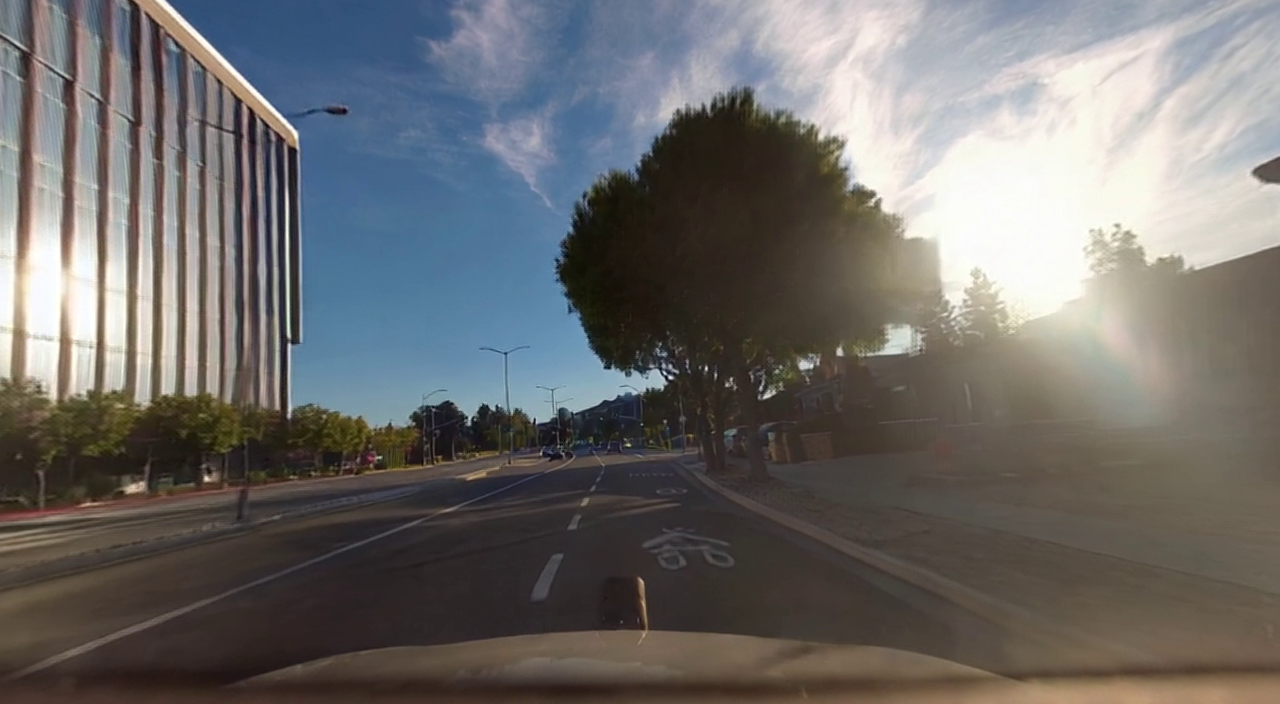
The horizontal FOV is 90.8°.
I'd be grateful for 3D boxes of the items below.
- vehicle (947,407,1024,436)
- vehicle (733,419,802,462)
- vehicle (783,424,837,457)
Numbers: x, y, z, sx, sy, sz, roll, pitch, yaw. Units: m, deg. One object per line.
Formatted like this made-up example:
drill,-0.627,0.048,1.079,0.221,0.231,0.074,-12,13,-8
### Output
vehicle,19.521,3.998,35.930,1.890,1.492,4.494,0,-8,1
vehicle,6.157,4.392,31.176,2.160,1.944,5.086,0,-8,-2
vehicle,8.491,4.462,31.806,1.842,1.535,3.638,-1,-8,3
